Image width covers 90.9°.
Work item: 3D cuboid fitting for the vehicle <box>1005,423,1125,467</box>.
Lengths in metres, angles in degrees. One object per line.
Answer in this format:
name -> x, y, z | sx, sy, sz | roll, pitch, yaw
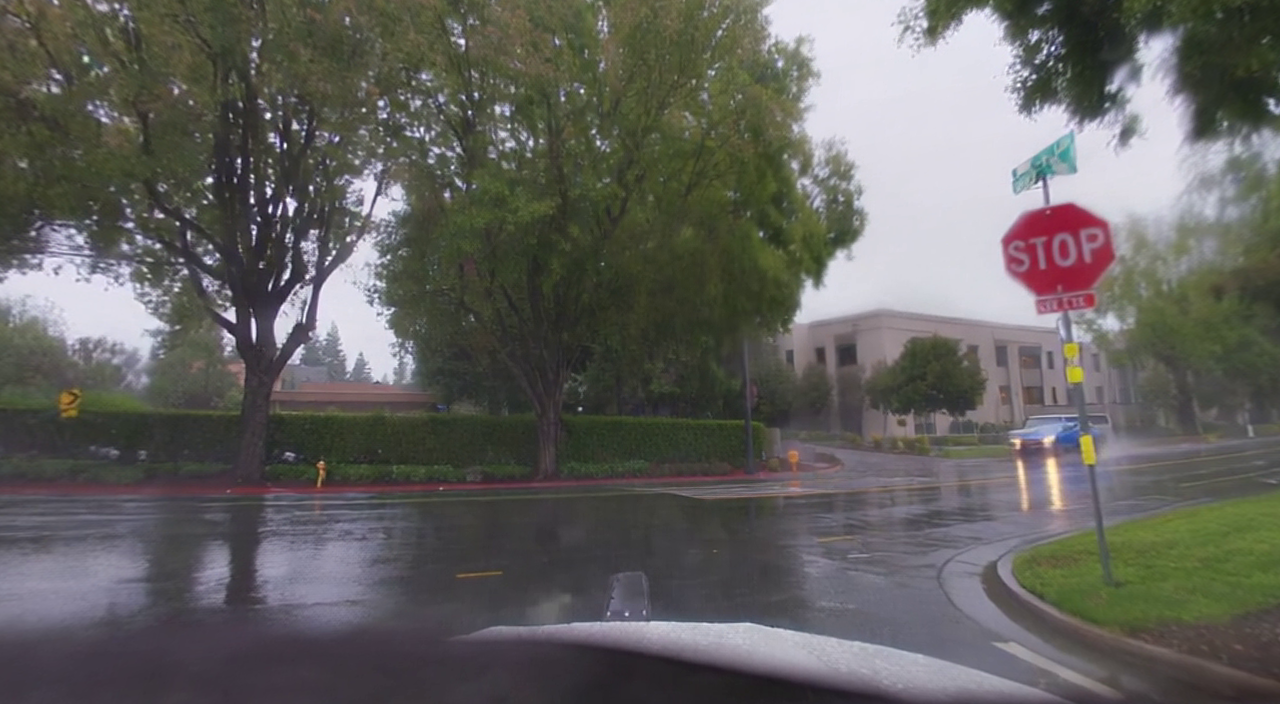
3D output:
vehicle -> 15.731, 3.427, 23.264 | 4.473, 1.474, 2.108 | 6, -10, -35
